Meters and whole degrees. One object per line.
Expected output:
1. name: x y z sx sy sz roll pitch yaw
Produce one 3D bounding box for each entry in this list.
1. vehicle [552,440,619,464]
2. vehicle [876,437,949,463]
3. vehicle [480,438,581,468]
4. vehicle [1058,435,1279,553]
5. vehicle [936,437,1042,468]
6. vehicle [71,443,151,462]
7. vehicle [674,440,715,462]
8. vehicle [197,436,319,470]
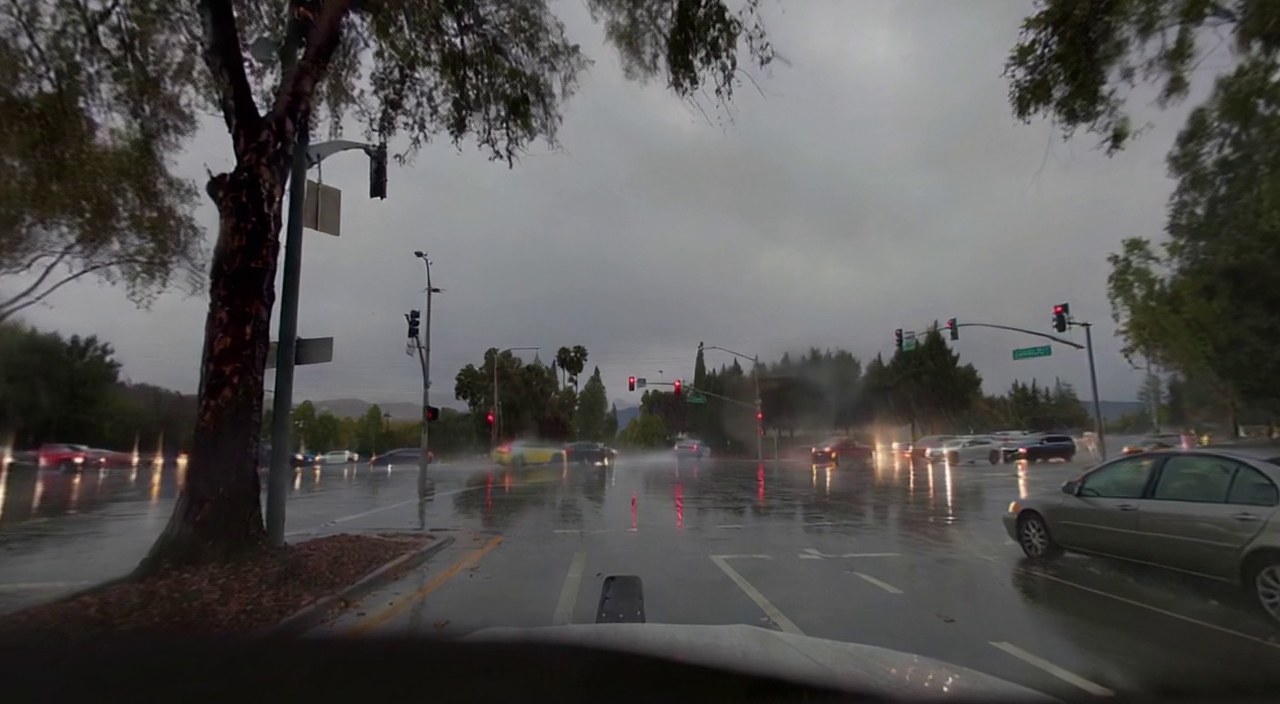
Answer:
1. vehicle: -3.605 6.754 42.861 1.922 1.485 4.912 -5 -10 32
2. vehicle: 16.995 6.084 39.316 4.481 1.561 2.001 6 -10 -33
3. vehicle: -5.686 5.286 33.225 4.849 1.476 1.935 7 -11 -38
4. vehicle: 9.265 2.167 10.089 1.993 1.505 4.721 3 -9 0
5. vehicle: 17.687 5.064 32.094 4.516 1.468 1.962 -5 -10 31
6. vehicle: -40.606 7.727 48.543 4.345 1.426 1.722 2 -9 -8
7. vehicle: 4.136 7.468 47.582 1.896 1.544 4.331 -3 -9 22
8. vehicle: -17.577 4.692 29.358 4.580 1.472 1.891 4 -9 -25
